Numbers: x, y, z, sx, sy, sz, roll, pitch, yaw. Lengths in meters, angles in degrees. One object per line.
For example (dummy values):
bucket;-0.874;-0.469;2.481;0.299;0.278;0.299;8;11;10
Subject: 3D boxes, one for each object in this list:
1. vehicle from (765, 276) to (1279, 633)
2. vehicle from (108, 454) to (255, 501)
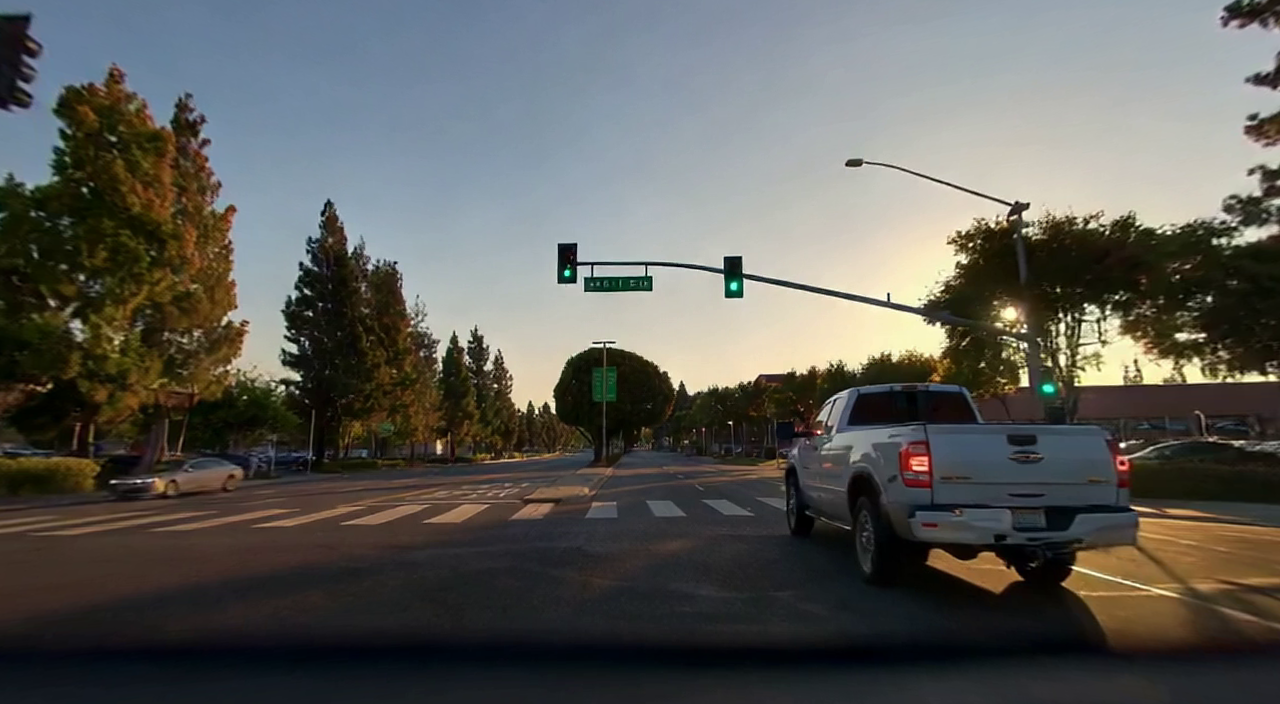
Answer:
vehicle;3.395;1.147;7.710;2.484;2.642;5.990;0;-8;0
vehicle;-16.932;4.627;23.645;1.866;1.469;4.682;-1;-8;3
